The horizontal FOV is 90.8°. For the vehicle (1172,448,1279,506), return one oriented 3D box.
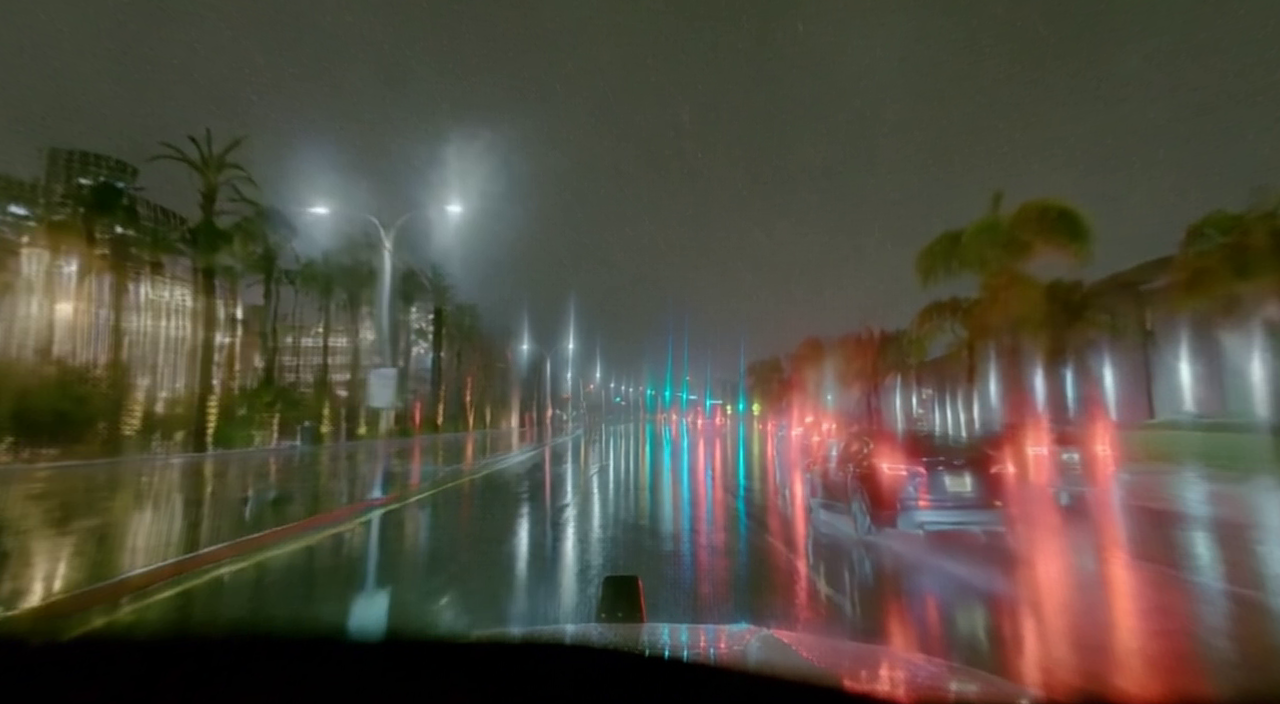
[{"bbox_3d":[17.086,3.285,16.838,1.869,1.438,4.366,0,-9,-2],"label":"vehicle"}]

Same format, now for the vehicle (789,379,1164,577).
[{"bbox_3d":[3.642,1.498,8.195,2.219,1.795,4.718,0,-9,0],"label":"vehicle"}]
